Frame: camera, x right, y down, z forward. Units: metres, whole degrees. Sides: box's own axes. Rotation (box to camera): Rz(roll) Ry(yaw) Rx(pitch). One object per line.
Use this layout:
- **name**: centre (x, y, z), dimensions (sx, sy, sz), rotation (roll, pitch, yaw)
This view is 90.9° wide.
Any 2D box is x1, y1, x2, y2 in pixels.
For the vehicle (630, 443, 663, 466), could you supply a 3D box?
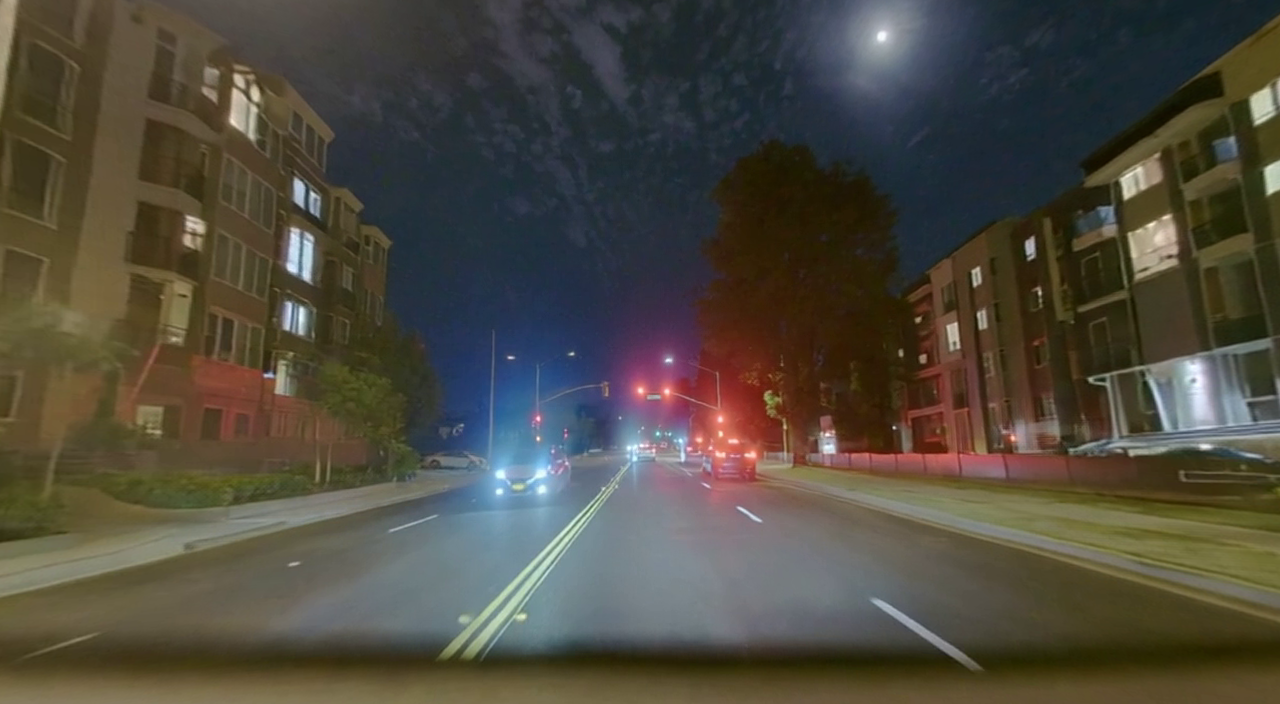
- **vehicle**: centre (0.370, 6.880, 42.460), dimensions (2.097, 1.463, 4.043), rotation (0, -9, -1)

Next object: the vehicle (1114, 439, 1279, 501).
- **vehicle**: centre (17.893, 3.735, 20.383), dimensions (1.831, 1.778, 3.787), rotation (1, -9, -7)

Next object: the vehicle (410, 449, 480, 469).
- **vehicle**: centre (-15.219, 8.331, 49.307), dimensions (4.727, 1.483, 2.002), rotation (-1, -8, 3)

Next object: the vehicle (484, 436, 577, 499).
- **vehicle**: centre (-3.085, 3.343, 18.608), dimensions (1.954, 1.618, 4.050), rotation (0, -9, 1)

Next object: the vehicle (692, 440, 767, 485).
- **vehicle**: centre (3.222, 4.077, 23.636), dimensions (2.078, 1.488, 4.741), rotation (0, -8, 0)
